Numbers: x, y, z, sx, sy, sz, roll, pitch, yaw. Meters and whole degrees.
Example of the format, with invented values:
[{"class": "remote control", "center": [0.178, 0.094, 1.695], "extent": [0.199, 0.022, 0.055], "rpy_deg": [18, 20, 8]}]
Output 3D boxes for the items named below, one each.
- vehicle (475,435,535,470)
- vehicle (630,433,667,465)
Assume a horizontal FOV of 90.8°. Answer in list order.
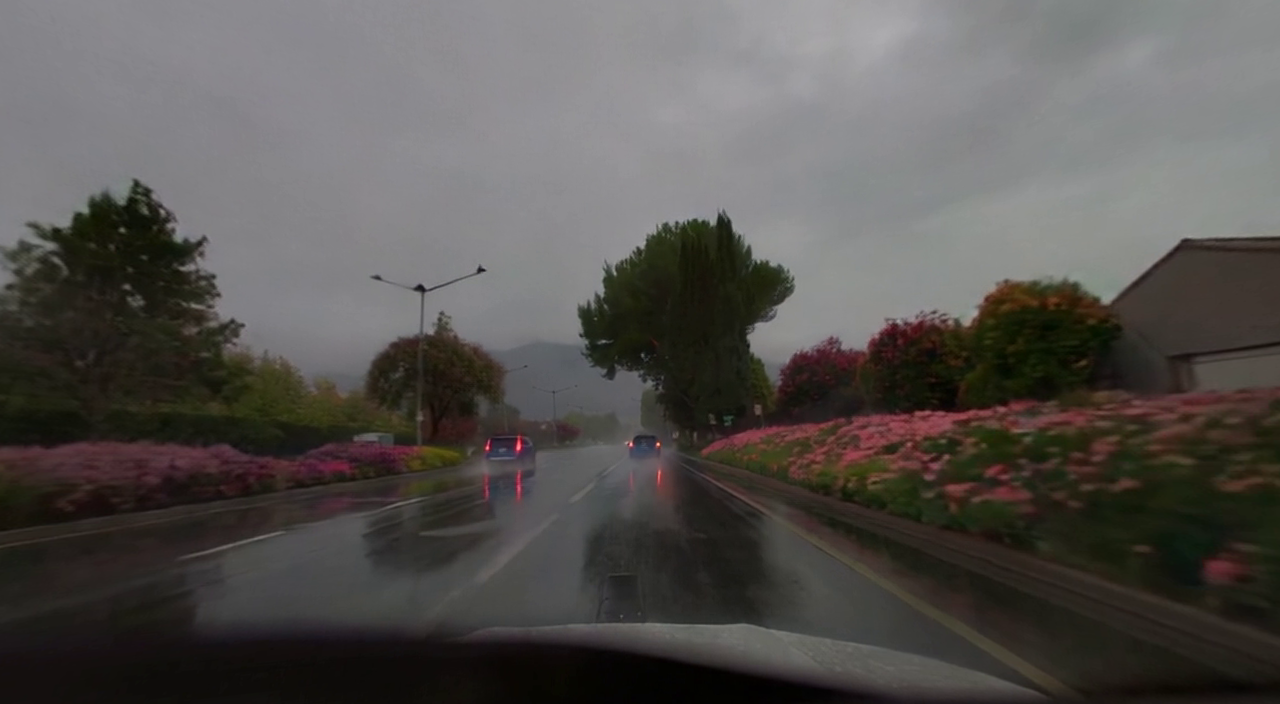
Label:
[{"class": "vehicle", "center": [-6.757, 5.112, 32.226], "extent": [1.993, 1.657, 4.487], "rpy_deg": [0, -8, 1]}, {"class": "vehicle", "center": [0.508, 5.726, 37.393], "extent": [2.070, 1.764, 4.552], "rpy_deg": [0, -8, 1]}]
